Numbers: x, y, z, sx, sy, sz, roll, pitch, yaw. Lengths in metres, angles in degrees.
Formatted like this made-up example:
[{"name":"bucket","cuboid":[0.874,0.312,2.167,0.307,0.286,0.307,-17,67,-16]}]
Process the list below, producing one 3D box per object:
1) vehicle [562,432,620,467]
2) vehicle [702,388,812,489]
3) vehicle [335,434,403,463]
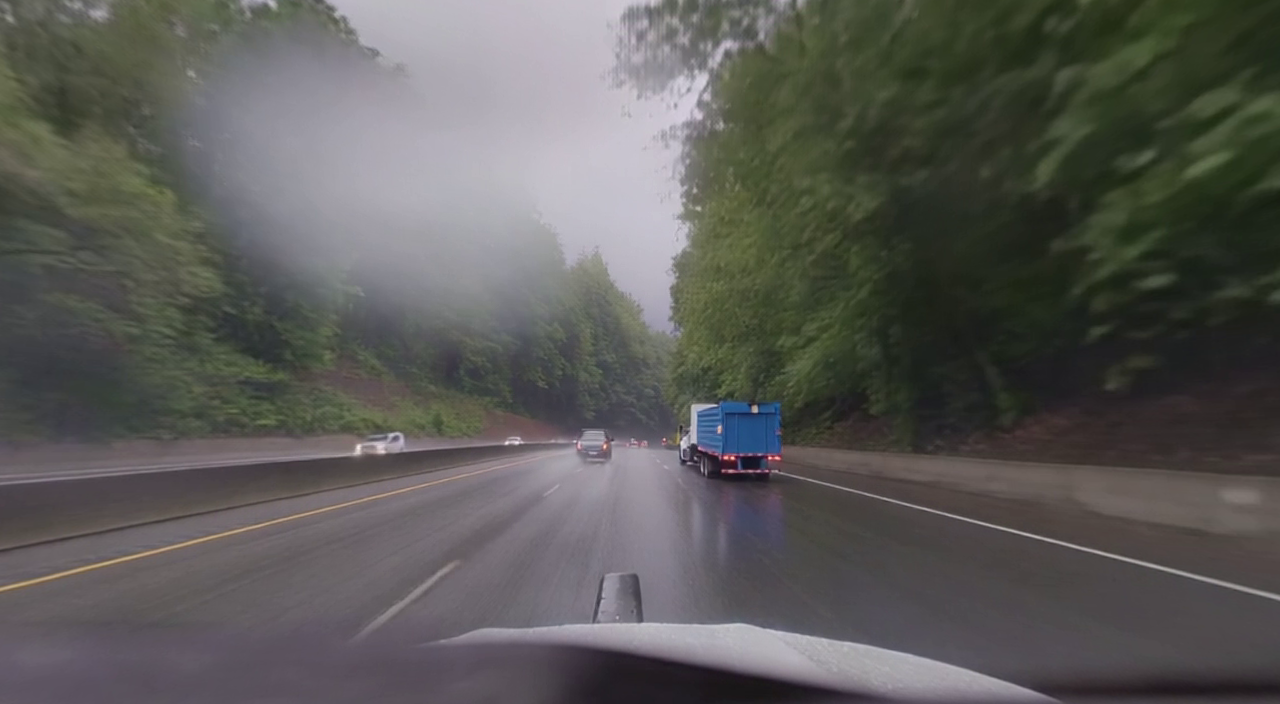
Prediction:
[{"name":"vehicle","cuboid":[-2.220,4.562,29.763,2.195,1.529,4.572,0,-8,2]},{"name":"vehicle","cuboid":[3.191,2.481,18.165,2.256,2.568,4.049,0,-8,-1]},{"name":"vehicle","cuboid":[-15.150,5.372,35.457,1.932,1.526,4.225,0,-8,0]}]
